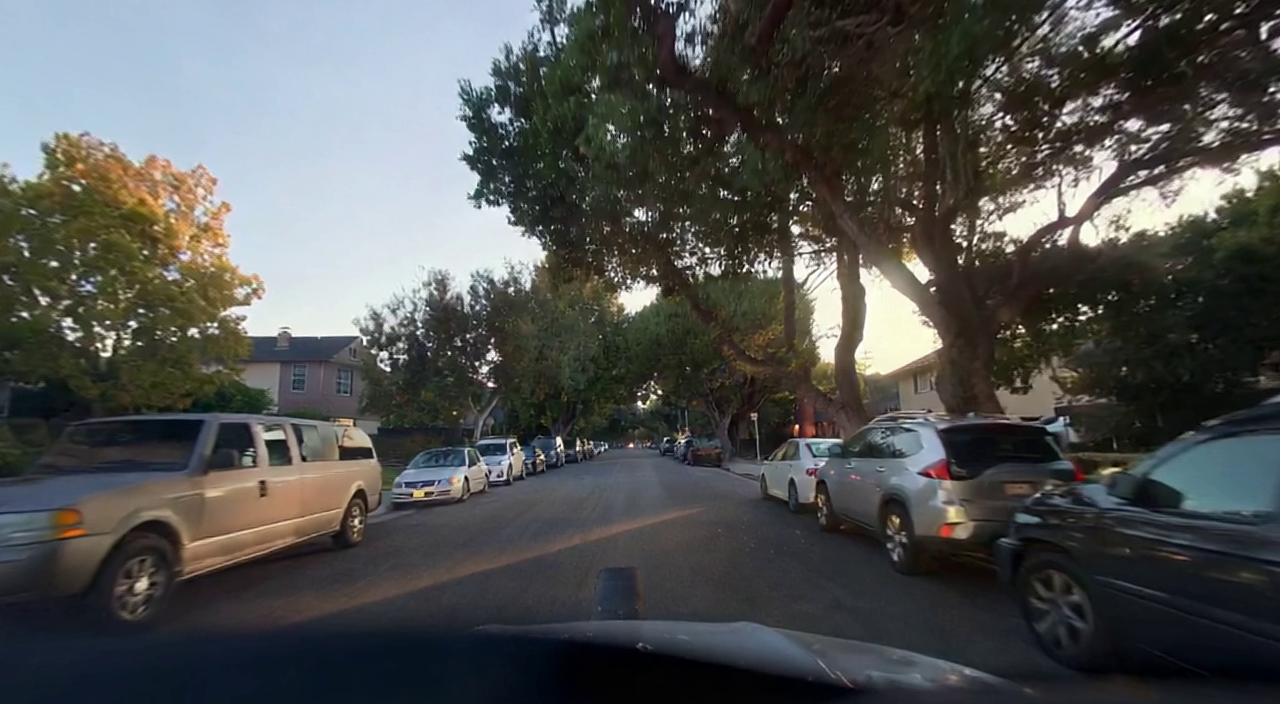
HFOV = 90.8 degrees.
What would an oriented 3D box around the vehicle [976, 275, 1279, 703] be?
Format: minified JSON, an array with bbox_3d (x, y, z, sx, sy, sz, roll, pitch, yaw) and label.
[{"bbox_3d":[3.644,0.609,1.866,2.251,1.979,5.223,0,-8,-2],"label":"vehicle"}]

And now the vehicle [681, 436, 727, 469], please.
[{"bbox_3d":[3.486,5.584,35.365,1.994,1.710,4.699,0,-8,-1],"label":"vehicle"}]

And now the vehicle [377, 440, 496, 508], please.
[{"bbox_3d":[-4.995,3.020,16.195,1.901,1.486,4.422,1,-8,-5],"label":"vehicle"}]

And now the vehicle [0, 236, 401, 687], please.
[{"bbox_3d":[-4.959,1.071,6.827,2.330,2.676,6.346,0,-8,-1],"label":"vehicle"}]
